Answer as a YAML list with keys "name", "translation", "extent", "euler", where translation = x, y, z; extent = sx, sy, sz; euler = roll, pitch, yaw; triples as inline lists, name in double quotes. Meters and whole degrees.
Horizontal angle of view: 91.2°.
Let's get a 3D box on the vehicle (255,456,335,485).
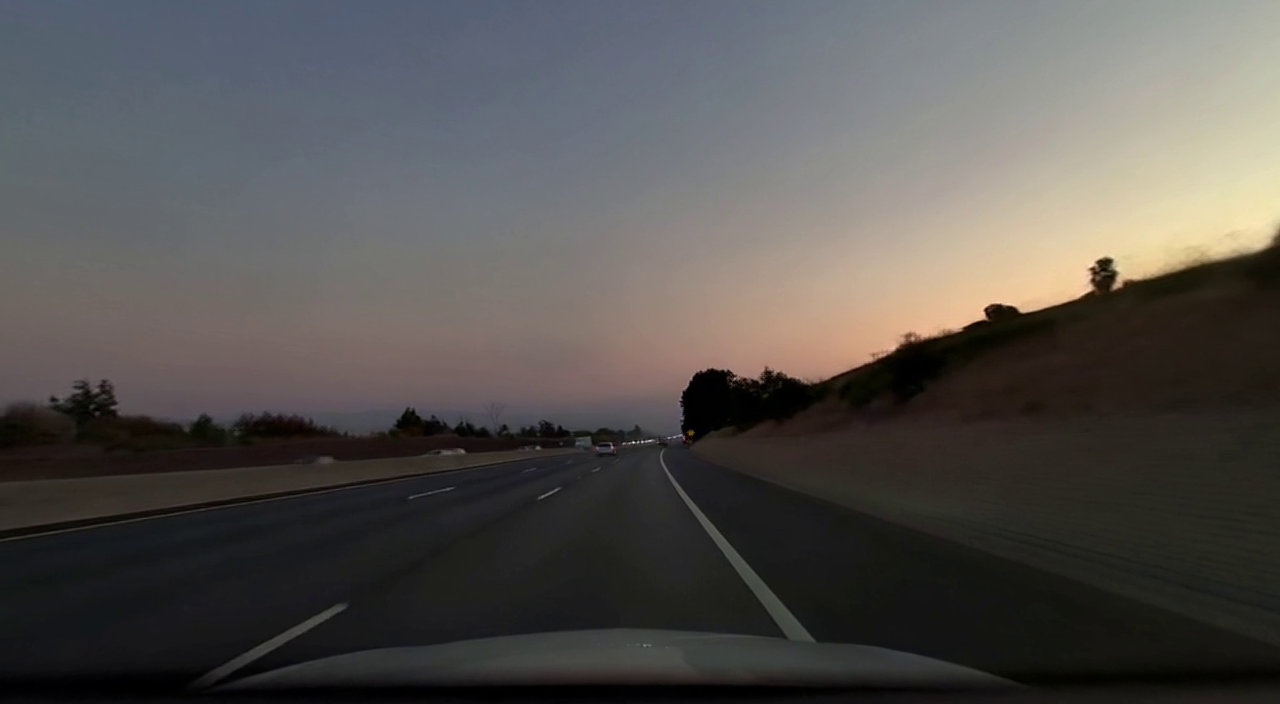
- name: "vehicle"
  translation: [-19.950, 6.844, 36.494]
  extent: [1.961, 1.536, 4.595]
  euler: [-1, -9, 1]
